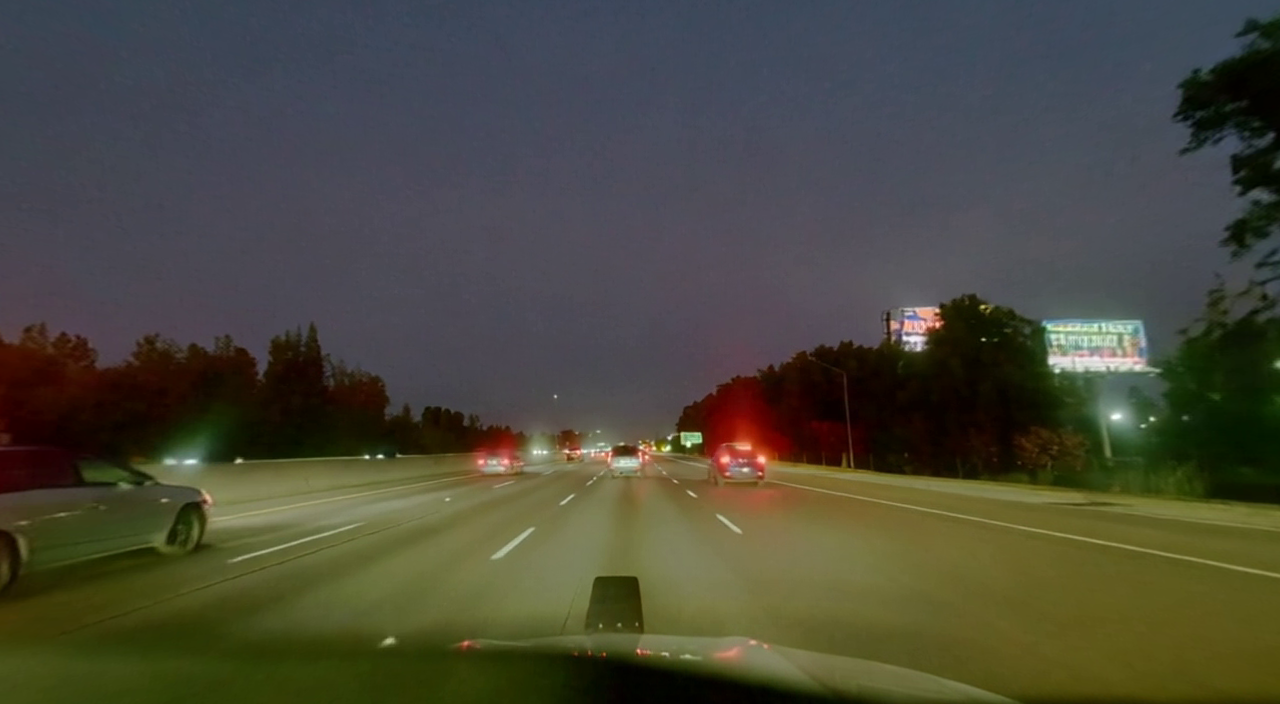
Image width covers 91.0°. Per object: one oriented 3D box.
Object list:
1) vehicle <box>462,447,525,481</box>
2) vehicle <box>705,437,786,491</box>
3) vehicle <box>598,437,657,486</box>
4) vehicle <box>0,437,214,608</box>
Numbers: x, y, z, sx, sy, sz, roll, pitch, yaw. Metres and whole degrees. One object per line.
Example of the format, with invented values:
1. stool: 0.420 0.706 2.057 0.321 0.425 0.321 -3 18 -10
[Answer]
1. vehicle: -7.054 5.408 30.736 1.892 1.468 4.792 0 -9 0
2. vehicle: 3.583 3.889 22.226 1.925 1.716 4.378 0 -9 -2
3. vehicle: -0.477 4.298 25.110 2.127 1.749 4.776 0 -9 0
4. vehicle: -6.662 1.578 5.981 1.918 1.509 4.736 0 -9 0
